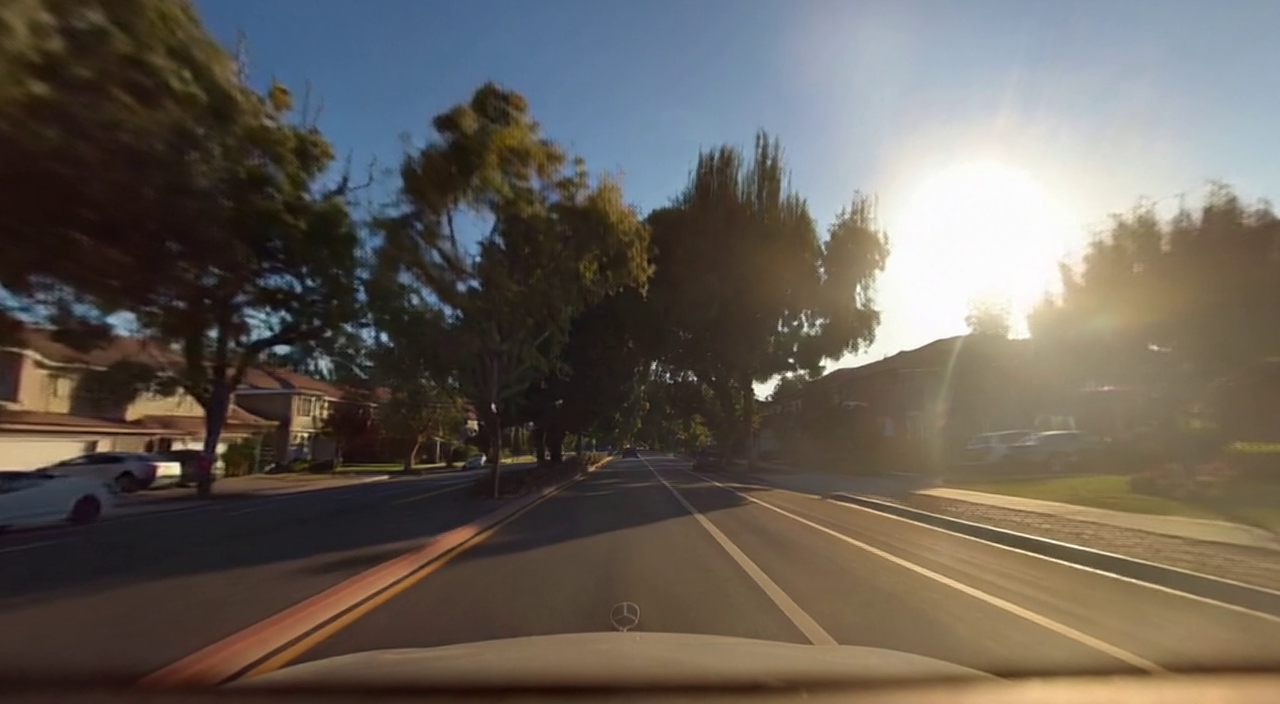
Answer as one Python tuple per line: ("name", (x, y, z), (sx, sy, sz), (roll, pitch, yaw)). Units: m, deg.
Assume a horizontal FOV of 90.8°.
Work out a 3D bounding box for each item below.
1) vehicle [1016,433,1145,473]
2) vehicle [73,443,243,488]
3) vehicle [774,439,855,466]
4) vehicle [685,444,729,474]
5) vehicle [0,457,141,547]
("vehicle", (18.108, 4.166, 26.126), (3.858, 1.583, 1.931), (0, -8, -2))
("vehicle", (-21.598, 5.088, 28.540), (5.705, 1.907, 2.142), (0, -9, -4))
("vehicle", (11.701, 6.752, 42.601), (4.860, 1.772, 2.007), (1, -8, -4))
("vehicle", (3.973, 6.456, 38.381), (2.045, 1.677, 4.509), (0, -8, -1))
("vehicle", (-12.879, 3.022, 12.834), (1.936, 1.504, 4.456), (-2, -7, -2))
